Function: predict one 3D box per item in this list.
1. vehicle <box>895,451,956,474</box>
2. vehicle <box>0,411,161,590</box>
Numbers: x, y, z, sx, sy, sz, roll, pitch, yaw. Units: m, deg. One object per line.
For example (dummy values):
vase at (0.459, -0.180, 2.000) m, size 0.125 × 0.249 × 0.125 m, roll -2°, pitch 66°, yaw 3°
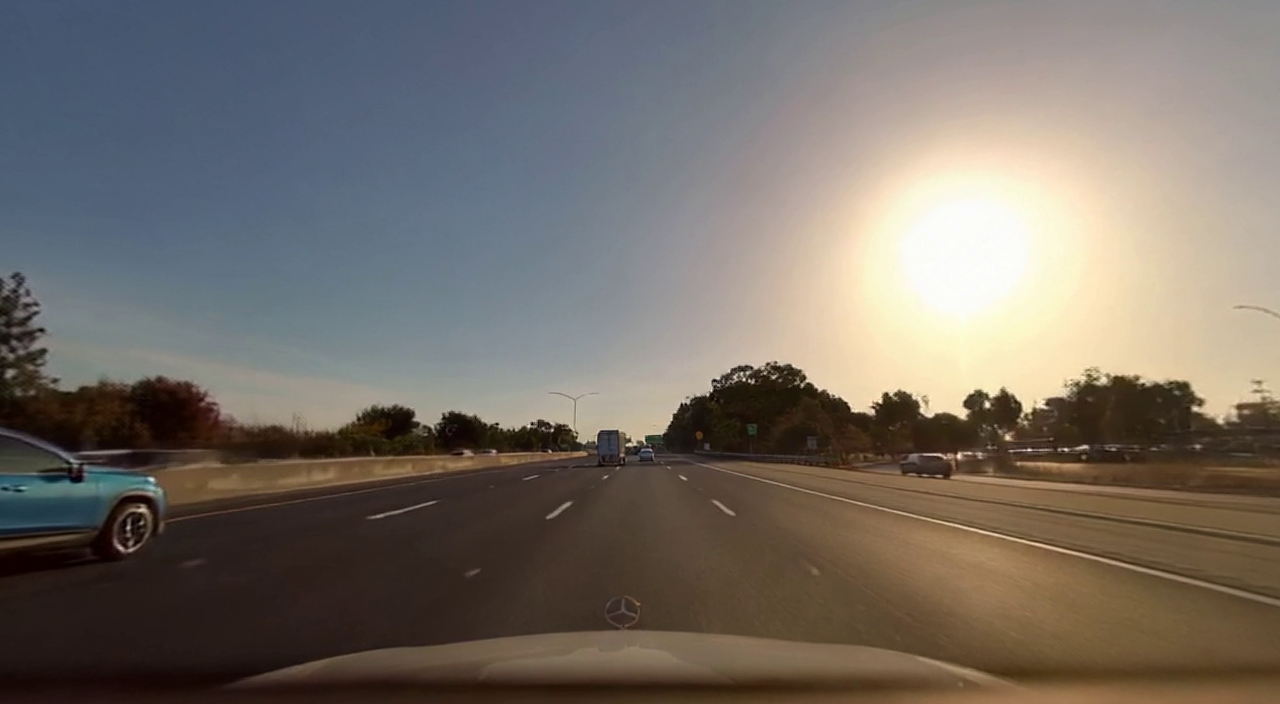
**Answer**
vehicle at (19.076, 7.388, 42.263) m, size 1.912 × 1.450 × 4.581 m, roll 0°, pitch -9°, yaw 0°
vehicle at (-7.347, 1.385, 5.727) m, size 2.168 × 1.729 × 4.724 m, roll 0°, pitch -9°, yaw 1°
